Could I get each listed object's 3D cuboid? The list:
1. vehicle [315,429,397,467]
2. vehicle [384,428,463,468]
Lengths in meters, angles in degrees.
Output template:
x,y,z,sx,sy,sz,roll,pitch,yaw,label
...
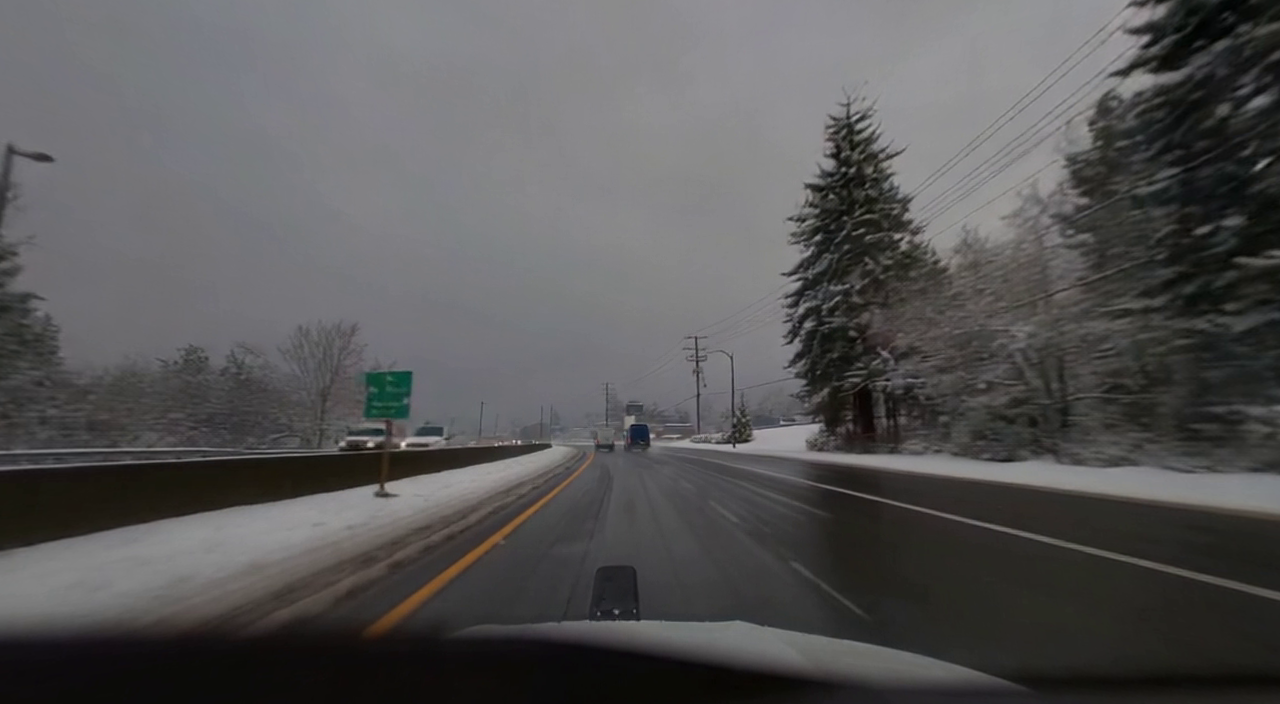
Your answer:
x,y,z,sx,sy,sz,roll,pitch,yaw,label
-12.830,4.349,28.755,1.891,1.569,4.069,0,-8,-1,vehicle
-8.900,3.983,26.272,1.857,1.503,4.438,0,-8,-2,vehicle
